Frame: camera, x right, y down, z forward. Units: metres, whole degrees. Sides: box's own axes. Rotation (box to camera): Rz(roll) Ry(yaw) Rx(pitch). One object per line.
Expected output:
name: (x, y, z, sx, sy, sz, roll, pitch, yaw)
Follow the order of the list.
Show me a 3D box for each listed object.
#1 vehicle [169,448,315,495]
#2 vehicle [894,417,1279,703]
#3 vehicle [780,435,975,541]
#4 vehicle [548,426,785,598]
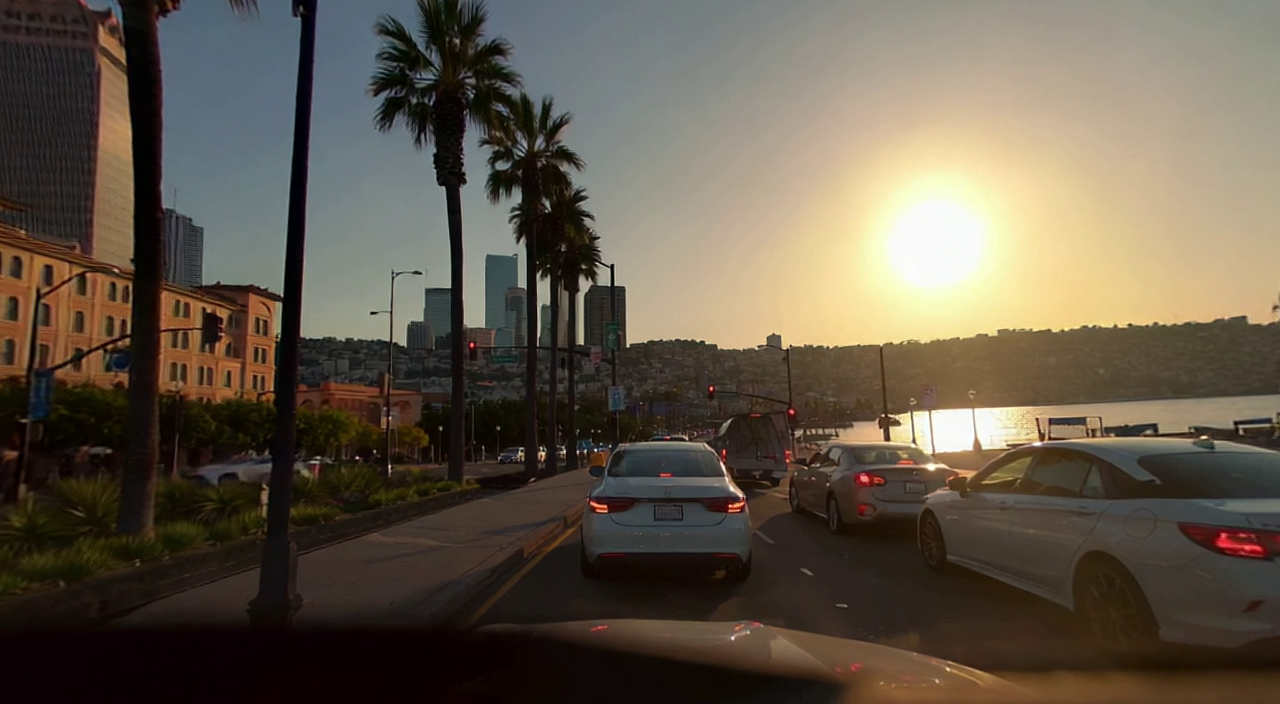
vehicle: (-15.229, 4.570, 24.532, 2.022, 1.604, 4.495, -3, -9, 16)
vehicle: (3.915, 1.362, 5.086, 1.913, 1.469, 4.425, 0, -9, 0)
vehicle: (3.896, 2.287, 11.308, 1.920, 1.490, 4.417, -1, -9, 2)
vehicle: (0.262, 1.704, 7.501, 2.093, 1.503, 3.681, 0, -9, 1)
